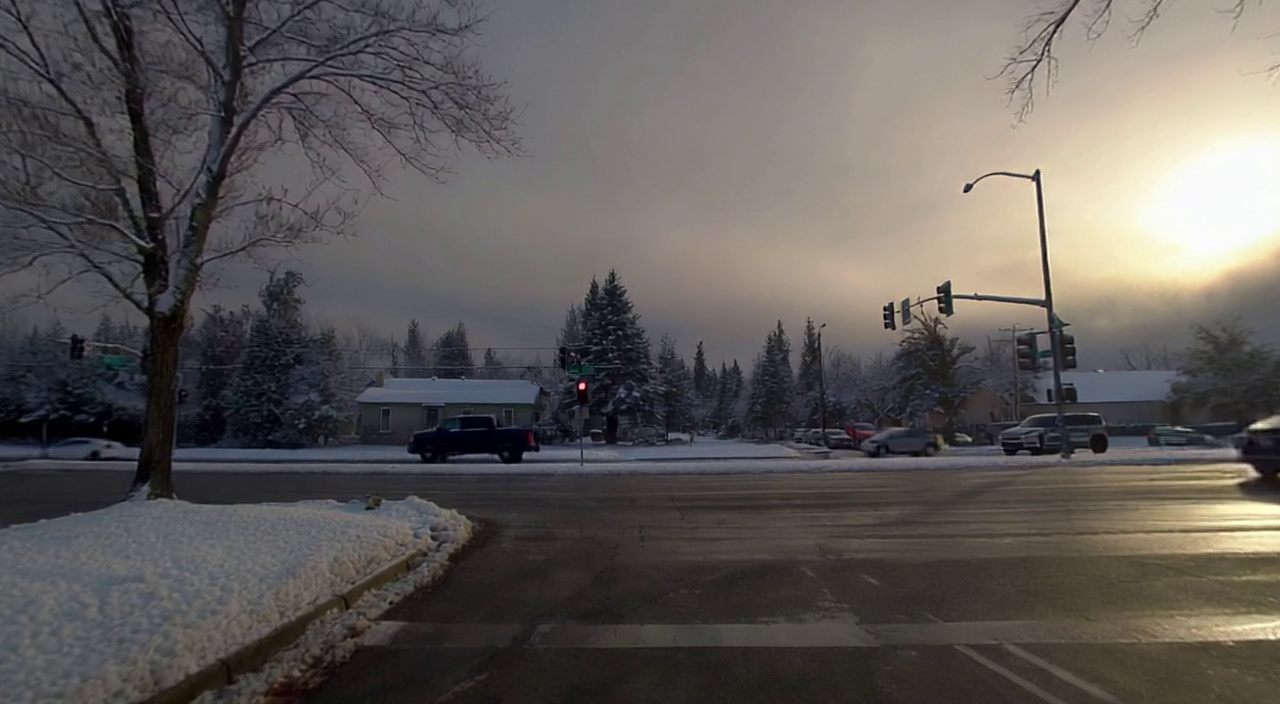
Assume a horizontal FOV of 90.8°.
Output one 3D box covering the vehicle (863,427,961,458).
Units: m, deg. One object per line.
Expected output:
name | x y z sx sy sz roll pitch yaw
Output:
vehicle | 14.381 4.834 33.657 4.370 1.592 1.886 -2 -9 10

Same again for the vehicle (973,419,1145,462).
vehicle | 15.021 3.210 22.915 4.749 1.461 1.892 -1 -9 9

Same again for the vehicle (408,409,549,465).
vehicle | -9.732 5.168 38.330 7.790 3.197 2.653 -2 -9 10

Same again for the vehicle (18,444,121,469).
vehicle | -35.045 6.410 38.842 4.860 1.441 1.934 -2 -8 9

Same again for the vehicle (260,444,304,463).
vehicle | -28.044 7.916 49.566 2.235 1.417 4.272 3 -9 -20
